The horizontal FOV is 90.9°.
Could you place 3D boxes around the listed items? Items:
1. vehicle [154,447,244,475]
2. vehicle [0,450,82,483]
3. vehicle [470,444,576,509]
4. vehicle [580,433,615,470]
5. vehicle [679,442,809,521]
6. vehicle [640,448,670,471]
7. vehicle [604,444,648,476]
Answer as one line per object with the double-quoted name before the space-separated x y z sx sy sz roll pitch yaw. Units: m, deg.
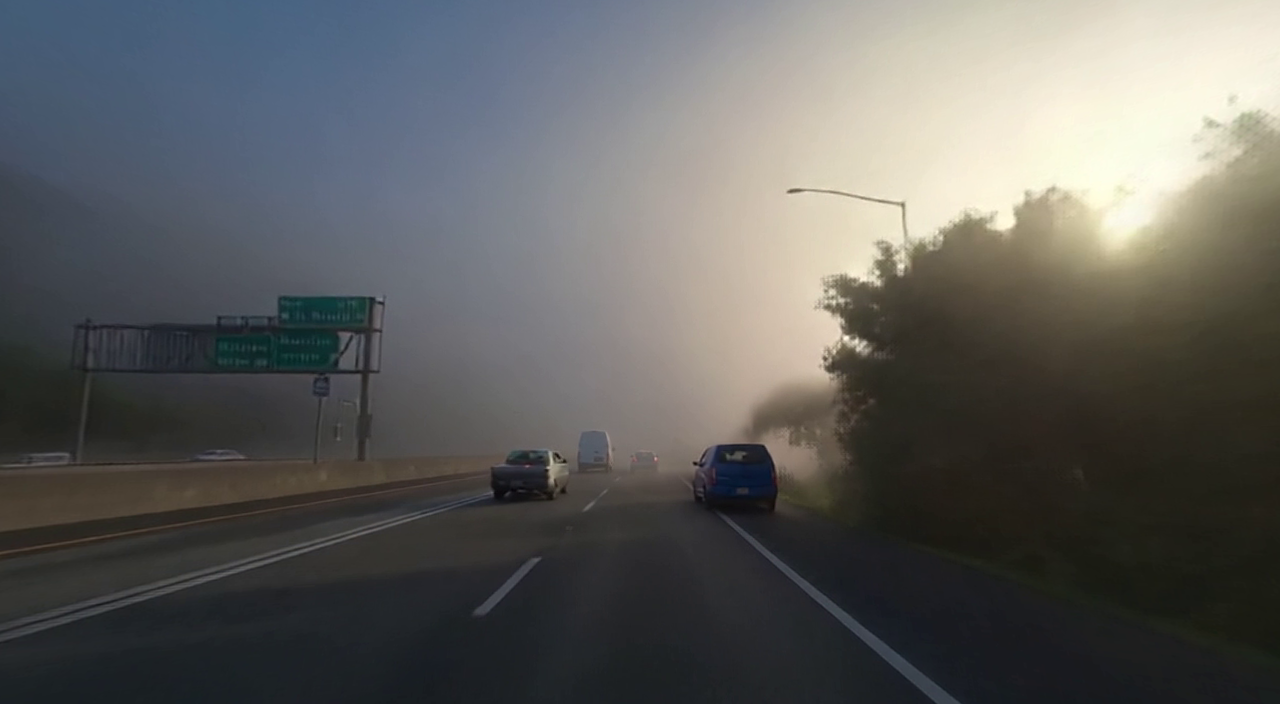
"vehicle" -33.880 8.366 48.779 2.295 2.002 6.355 0 -9 0
"vehicle" -34.379 6.321 34.935 1.974 1.677 5.416 0 -9 1
"vehicle" -2.952 3.242 16.935 1.990 1.501 4.250 0 -8 1
"vehicle" -3.271 7.820 49.536 2.396 2.664 5.735 0 -9 0
"vehicle" 2.131 2.808 14.321 2.050 1.491 4.362 0 -8 -2
"vehicle" 1.065 7.745 45.594 2.054 1.504 3.890 0 -8 0
"vehicle" -0.856 6.121 36.002 2.270 1.660 4.101 0 -9 -4
